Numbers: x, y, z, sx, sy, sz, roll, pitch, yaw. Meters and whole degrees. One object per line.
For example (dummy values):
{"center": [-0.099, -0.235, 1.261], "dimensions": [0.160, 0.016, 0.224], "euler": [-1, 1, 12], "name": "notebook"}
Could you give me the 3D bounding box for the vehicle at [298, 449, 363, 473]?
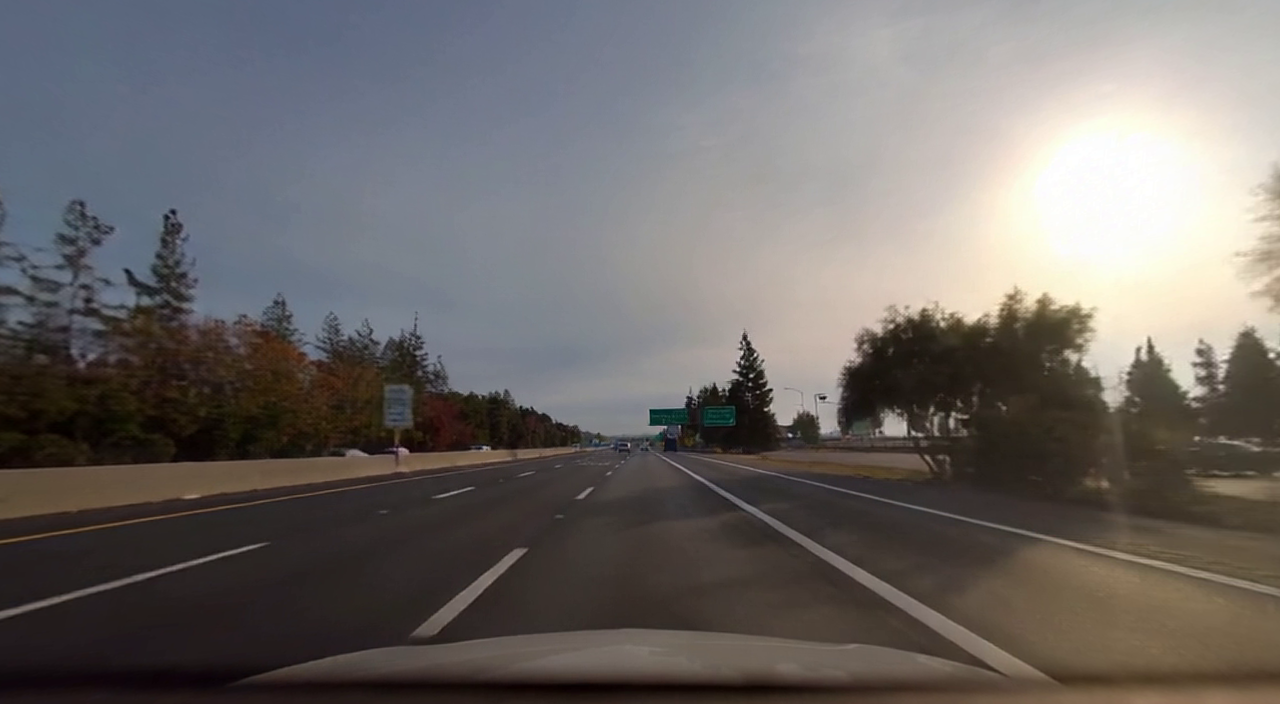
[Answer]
{"center": [-20.095, 7.077, 41.013], "dimensions": [1.846, 1.473, 4.562], "euler": [0, -8, 1], "name": "vehicle"}
